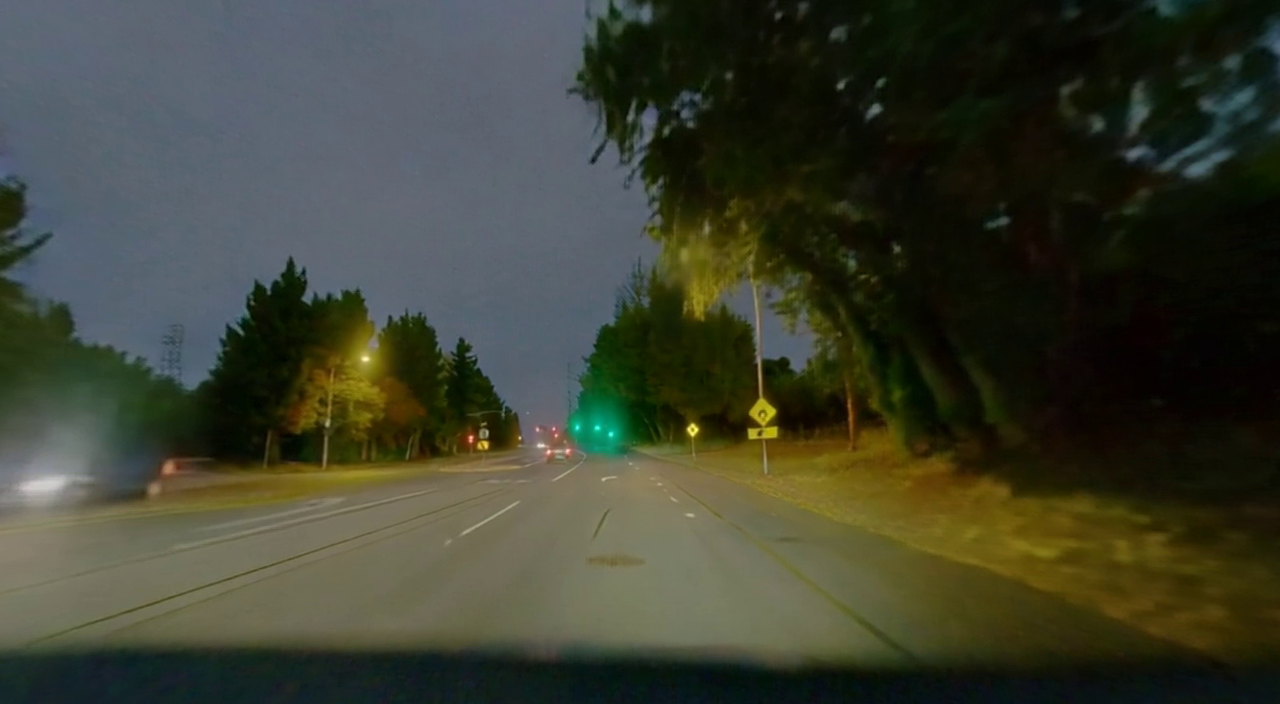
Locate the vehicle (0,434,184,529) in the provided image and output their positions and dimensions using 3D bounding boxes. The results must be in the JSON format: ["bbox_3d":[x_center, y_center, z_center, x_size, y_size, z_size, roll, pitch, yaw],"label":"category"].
[{"bbox_3d":[-13.786,2.914,14.802,2.277,1.857,5.330,0,-9,-1],"label":"vehicle"}]
